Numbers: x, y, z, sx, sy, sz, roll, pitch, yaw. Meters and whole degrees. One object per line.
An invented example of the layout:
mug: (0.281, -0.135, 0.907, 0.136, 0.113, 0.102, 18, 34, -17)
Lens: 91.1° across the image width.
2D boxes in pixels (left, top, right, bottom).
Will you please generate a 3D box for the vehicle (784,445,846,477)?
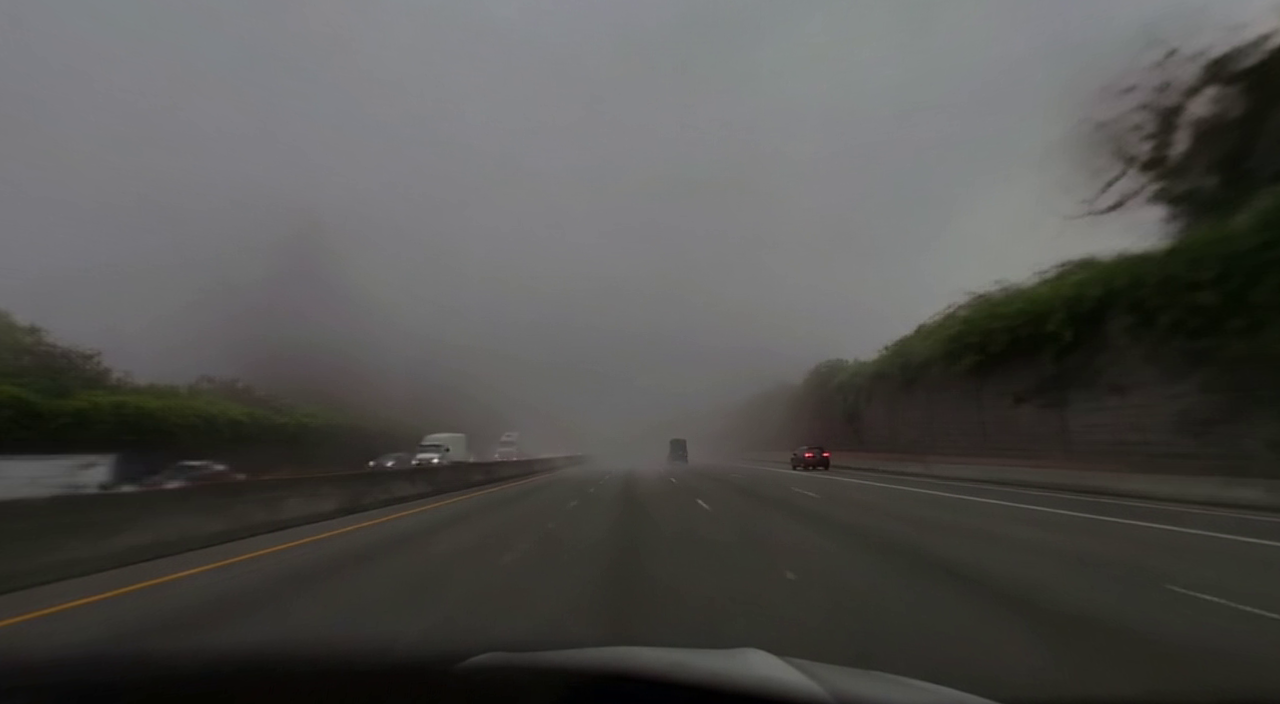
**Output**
vehicle: (9.600, 5.991, 34.885, 1.950, 1.632, 4.845, 0, -9, -1)

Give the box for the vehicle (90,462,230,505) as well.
vehicle: (-19.752, 5.400, 26.242, 1.988, 1.479, 4.940, 0, -9, -1)

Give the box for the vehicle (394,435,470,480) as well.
vehicle: (-13.326, 6.816, 40.901, 2.487, 2.645, 6.936, 0, -9, 0)

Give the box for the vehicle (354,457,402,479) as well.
vehicle: (-20.444, 9.042, 49.256, 1.930, 1.590, 4.292, 0, -9, 0)
